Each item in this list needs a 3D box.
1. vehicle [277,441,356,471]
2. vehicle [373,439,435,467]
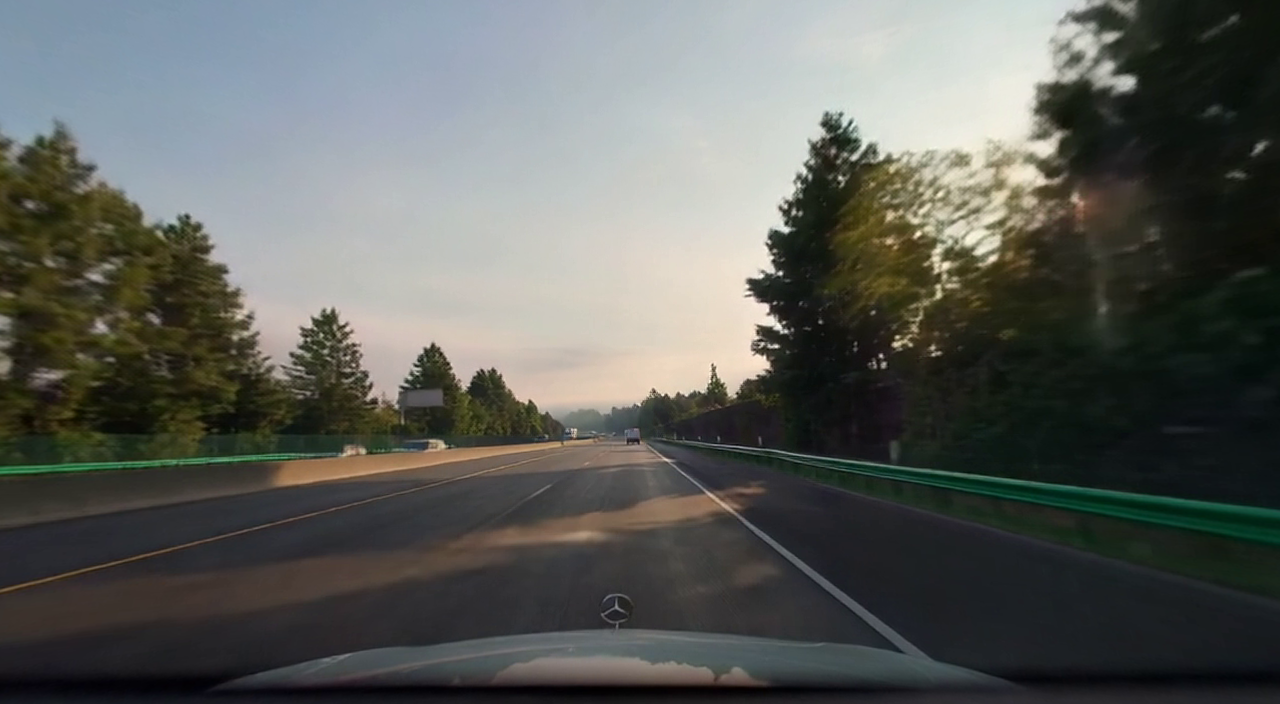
[{"bbox_3d":[-17.293,5.562,33.930,2.040,1.456,4.184,0,-8,0],"label":"vehicle"},{"bbox_3d":[-13.248,5.654,35.647,1.870,1.420,4.366,0,-8,-1],"label":"vehicle"}]
